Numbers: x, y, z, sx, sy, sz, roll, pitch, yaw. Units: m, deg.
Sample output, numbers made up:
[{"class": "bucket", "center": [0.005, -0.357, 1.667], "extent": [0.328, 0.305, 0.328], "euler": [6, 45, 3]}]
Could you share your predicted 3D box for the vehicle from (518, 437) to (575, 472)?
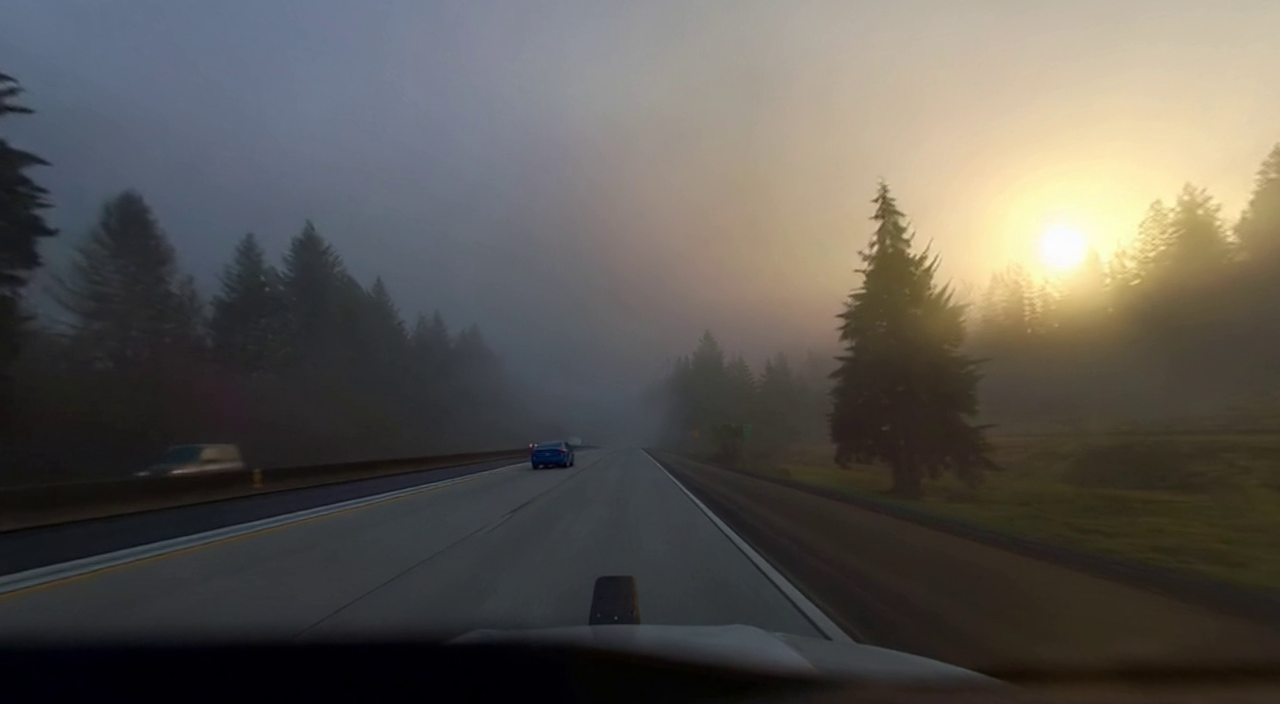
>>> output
[{"class": "vehicle", "center": [-4.574, 5.090, 31.552], "extent": [2.202, 1.587, 4.754], "euler": [-1, -8, -1]}]

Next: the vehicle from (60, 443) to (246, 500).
[{"class": "vehicle", "center": [-17.014, 4.146, 22.537], "extent": [2.207, 1.701, 5.672], "euler": [-1, -8, -1]}]
